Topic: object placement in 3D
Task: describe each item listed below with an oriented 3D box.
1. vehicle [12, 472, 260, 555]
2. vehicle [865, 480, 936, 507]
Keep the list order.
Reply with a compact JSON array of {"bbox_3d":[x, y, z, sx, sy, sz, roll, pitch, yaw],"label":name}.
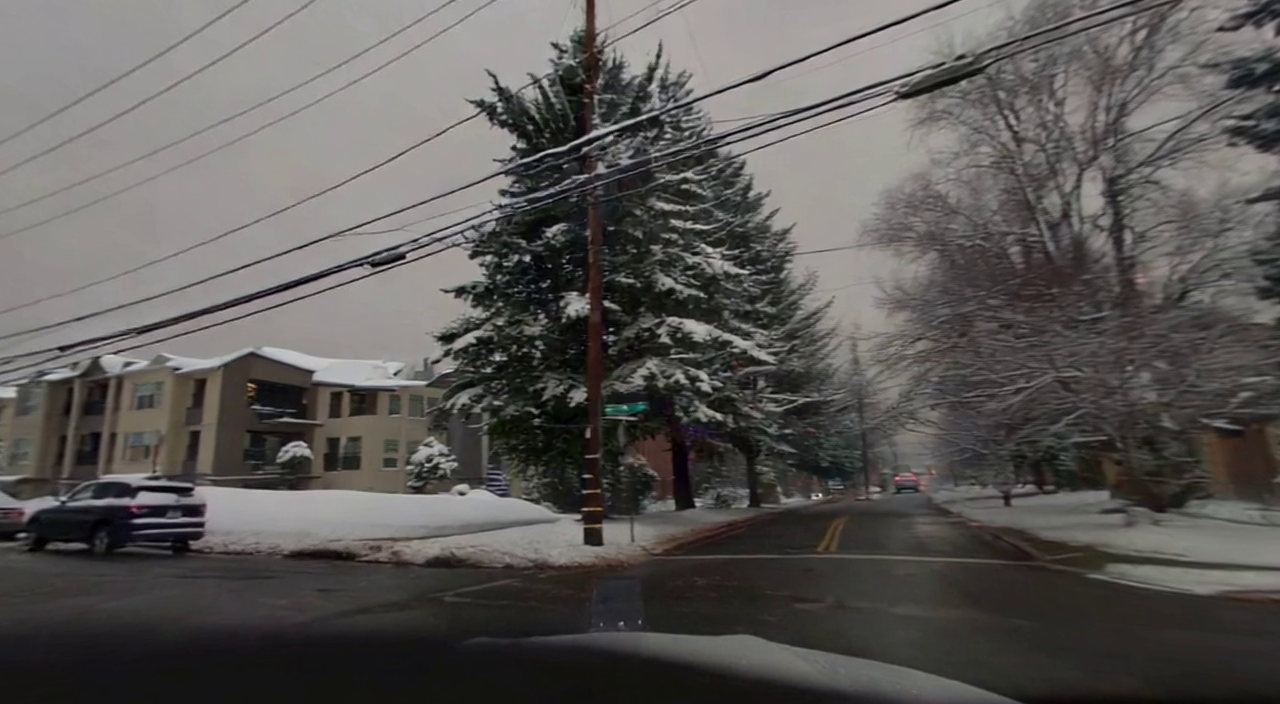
[{"bbox_3d":[-11.781,3.737,14.695,5.170,1.626,2.272,-7,-13,24],"label":"vehicle"},{"bbox_3d":[19.231,10.436,46.427,4.700,1.677,1.927,-4,-10,24],"label":"vehicle"}]
